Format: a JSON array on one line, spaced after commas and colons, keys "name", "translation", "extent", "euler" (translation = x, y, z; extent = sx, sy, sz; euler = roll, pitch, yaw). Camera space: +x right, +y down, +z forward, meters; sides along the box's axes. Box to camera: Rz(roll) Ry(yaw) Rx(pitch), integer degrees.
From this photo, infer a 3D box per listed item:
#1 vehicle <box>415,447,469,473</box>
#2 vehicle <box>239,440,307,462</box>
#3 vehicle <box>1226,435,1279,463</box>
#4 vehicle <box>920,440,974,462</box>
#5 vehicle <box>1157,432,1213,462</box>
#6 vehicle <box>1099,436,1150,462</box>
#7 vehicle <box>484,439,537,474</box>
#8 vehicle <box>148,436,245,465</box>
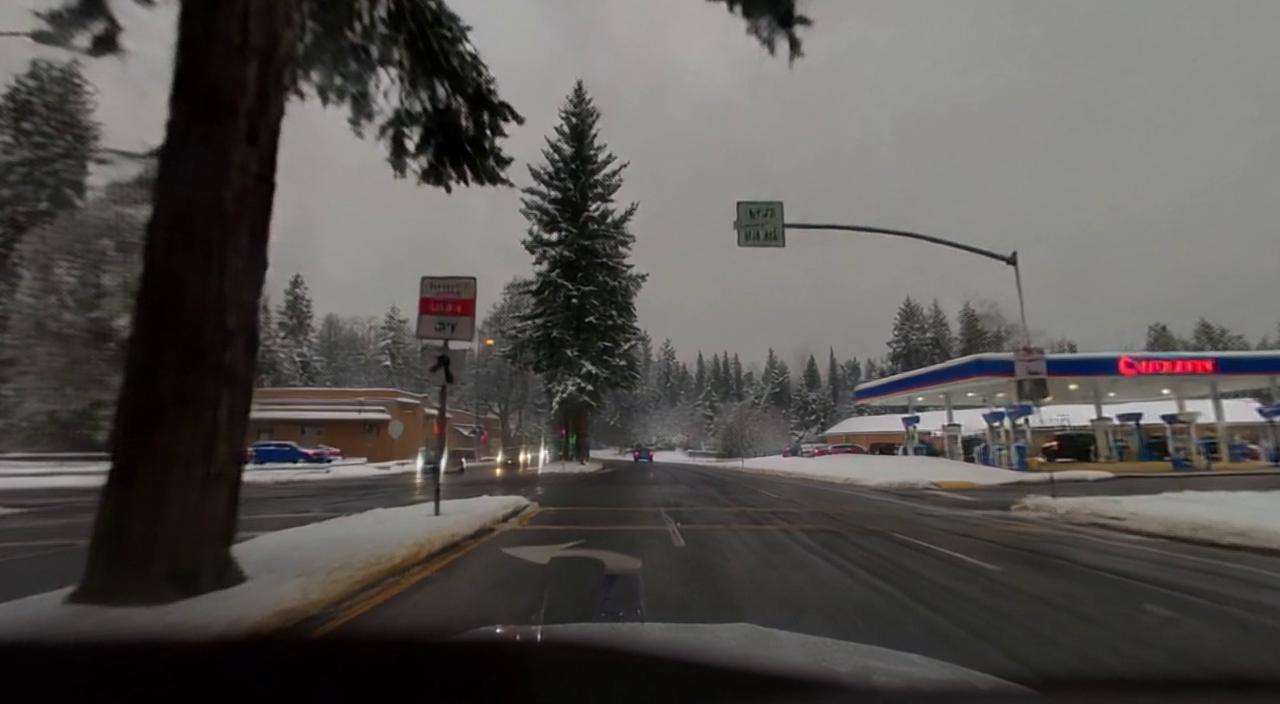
[{"name": "vehicle", "translation": [-11.796, 6.449, 38.020], "extent": [1.909, 1.469, 4.370], "euler": [0, -9, -1]}, {"name": "vehicle", "translation": [-28.632, 7.737, 49.432], "extent": [4.390, 1.665, 1.934], "euler": [4, -10, -27]}, {"name": "vehicle", "translation": [32.542, 5.157, 33.625], "extent": [1.771, 1.422, 3.931], "euler": [-8, -11, 41]}, {"name": "vehicle", "translation": [21.799, 7.002, 44.775], "extent": [4.557, 1.434, 1.916], "euler": [8, -12, -44]}, {"name": "vehicle", "translation": [30.672, 5.366, 35.515], "extent": [2.103, 1.561, 4.355], "euler": [-8, -11, 41]}, {"name": "vehicle", "translation": [28.880, 5.766, 37.607], "extent": [1.815, 1.480, 4.406], "euler": [-8, -12, 43]}, {"name": "vehicle", "translation": [-6.866, 5.586, 33.961], "extent": [1.987, 1.747, 4.545], "euler": [0, -9, -2]}, {"name": "vehicle", "translation": [-28.841, 6.418, 41.142], "extent": [4.938, 1.778, 1.954], "euler": [6, -11, -37]}]
